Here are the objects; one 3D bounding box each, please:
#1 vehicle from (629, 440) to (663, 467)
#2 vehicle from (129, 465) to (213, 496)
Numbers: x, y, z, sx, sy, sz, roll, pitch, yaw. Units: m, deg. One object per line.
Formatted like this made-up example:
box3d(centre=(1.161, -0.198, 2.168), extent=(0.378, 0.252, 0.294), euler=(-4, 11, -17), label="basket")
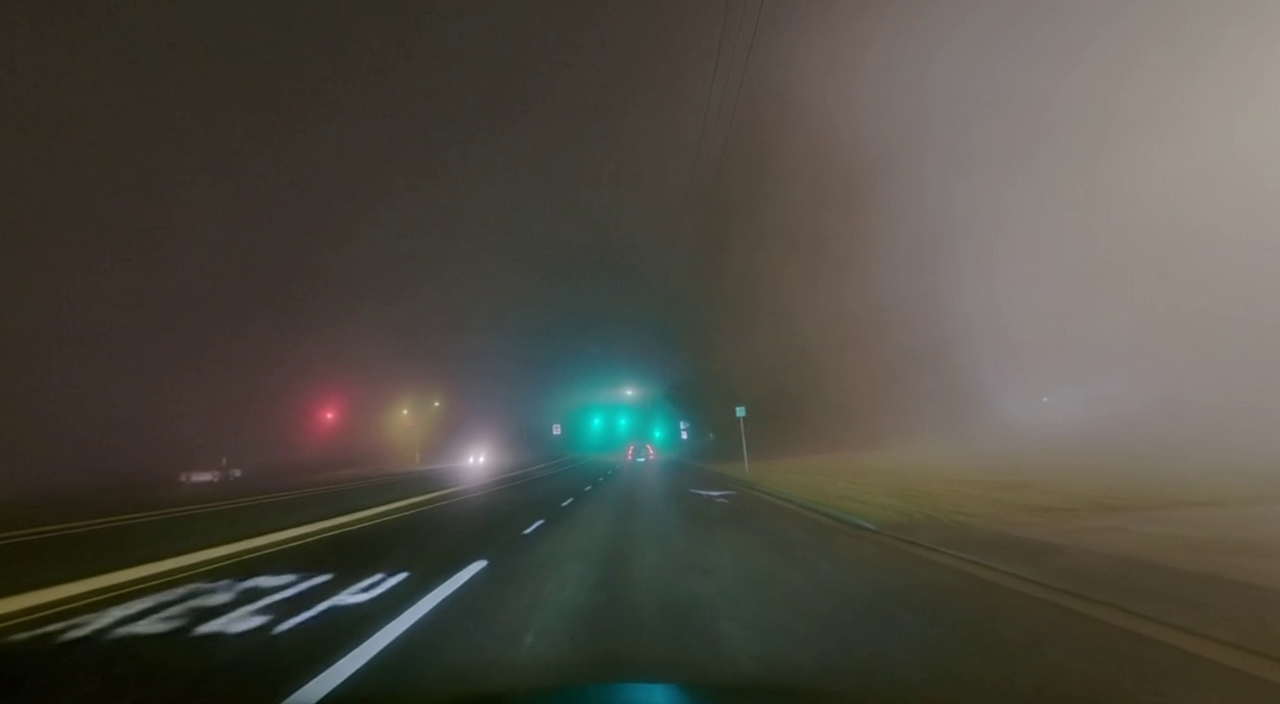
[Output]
box3d(centre=(0.360, 6.510, 40.612), extent=(2.045, 1.613, 4.210), euler=(0, -8, 0), label="vehicle")
box3d(centre=(-29.664, 8.106, 40.181), extent=(1.949, 1.702, 4.593), euler=(0, -8, -3), label="vehicle")
